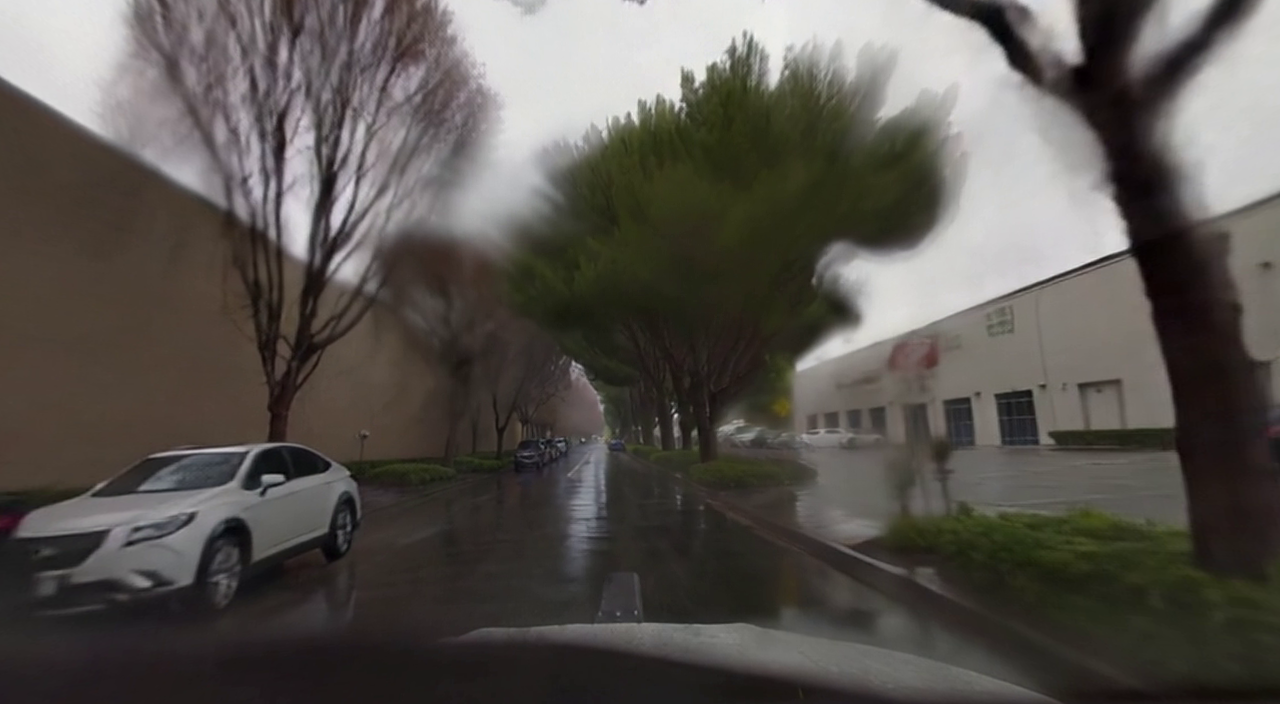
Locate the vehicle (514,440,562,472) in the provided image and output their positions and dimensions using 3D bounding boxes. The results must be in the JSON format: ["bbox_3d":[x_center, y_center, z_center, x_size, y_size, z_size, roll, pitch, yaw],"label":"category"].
[{"bbox_3d":[-5.600,5.768,35.044,2.040,1.501,4.440,-4,-9,-2],"label":"vehicle"}]

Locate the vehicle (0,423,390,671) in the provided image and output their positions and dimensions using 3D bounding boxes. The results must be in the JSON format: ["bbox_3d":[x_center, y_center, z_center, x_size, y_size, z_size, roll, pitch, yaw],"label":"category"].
[{"bbox_3d":[-4.268,1.607,6.420,1.912,1.628,4.233,-1,-8,-3],"label":"vehicle"}]
